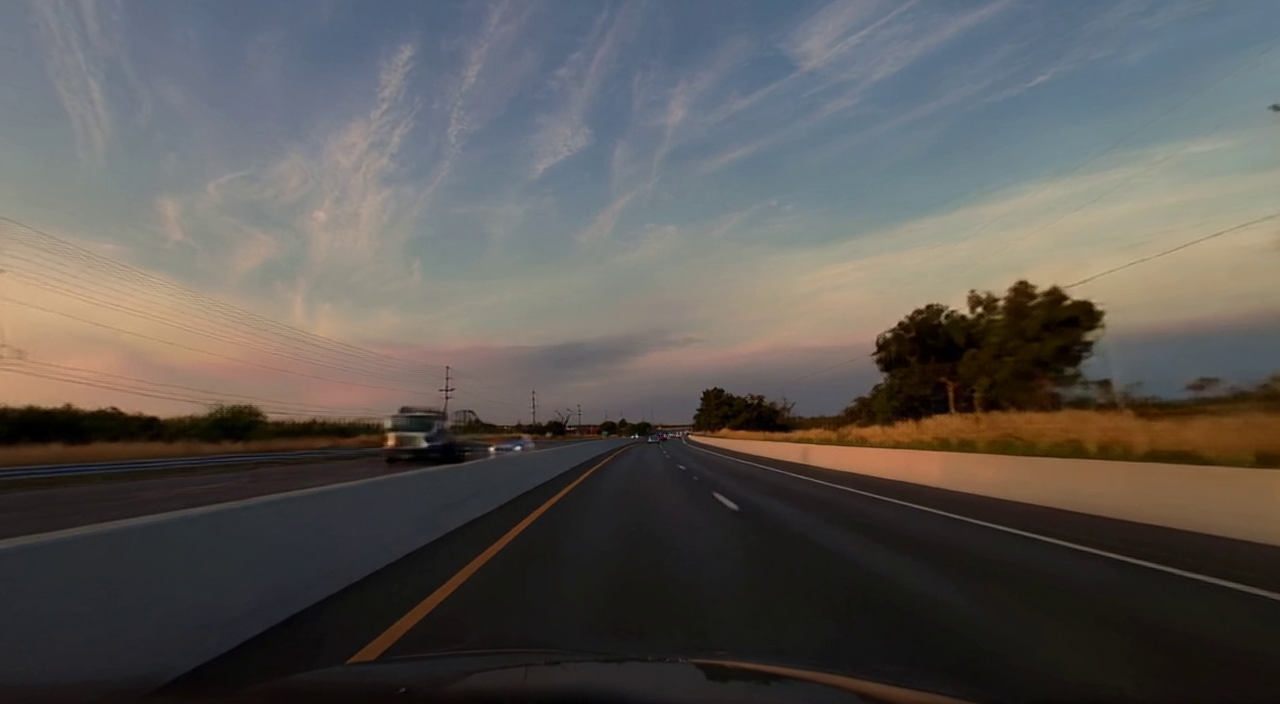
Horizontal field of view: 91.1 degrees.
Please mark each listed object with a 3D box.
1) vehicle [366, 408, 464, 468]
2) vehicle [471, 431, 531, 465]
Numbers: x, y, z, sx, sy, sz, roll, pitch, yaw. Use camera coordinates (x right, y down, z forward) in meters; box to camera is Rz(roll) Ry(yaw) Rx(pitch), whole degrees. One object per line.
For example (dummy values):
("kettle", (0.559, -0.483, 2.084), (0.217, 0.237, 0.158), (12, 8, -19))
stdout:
("vehicle", (-10.838, 4.210, 30.910), (2.464, 2.612, 5.995), (0, -8, 1))
("vehicle", (-7.034, 4.886, 32.272), (2.015, 1.597, 4.252), (0, -8, 1))
